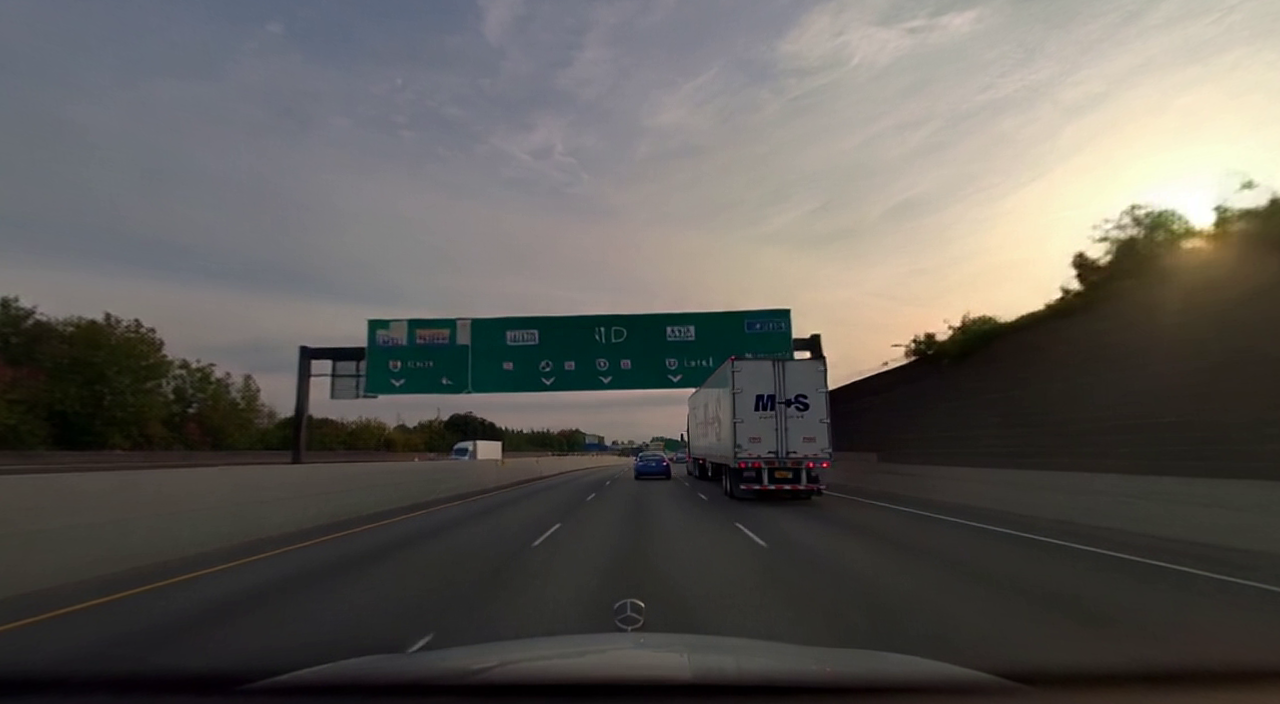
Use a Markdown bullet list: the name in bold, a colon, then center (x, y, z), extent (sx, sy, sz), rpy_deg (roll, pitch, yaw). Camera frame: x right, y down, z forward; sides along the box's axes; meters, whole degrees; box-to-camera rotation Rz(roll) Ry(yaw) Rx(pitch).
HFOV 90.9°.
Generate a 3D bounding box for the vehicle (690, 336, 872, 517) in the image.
- **vehicle**: center (3.742, 2.742, 21.431), extent (3.002, 4.104, 14.174), rpy_deg (0, -9, 0)

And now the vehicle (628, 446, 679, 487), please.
- **vehicle**: center (0.581, 5.049, 28.086), extent (2.121, 1.642, 3.828), rpy_deg (0, -9, 0)
